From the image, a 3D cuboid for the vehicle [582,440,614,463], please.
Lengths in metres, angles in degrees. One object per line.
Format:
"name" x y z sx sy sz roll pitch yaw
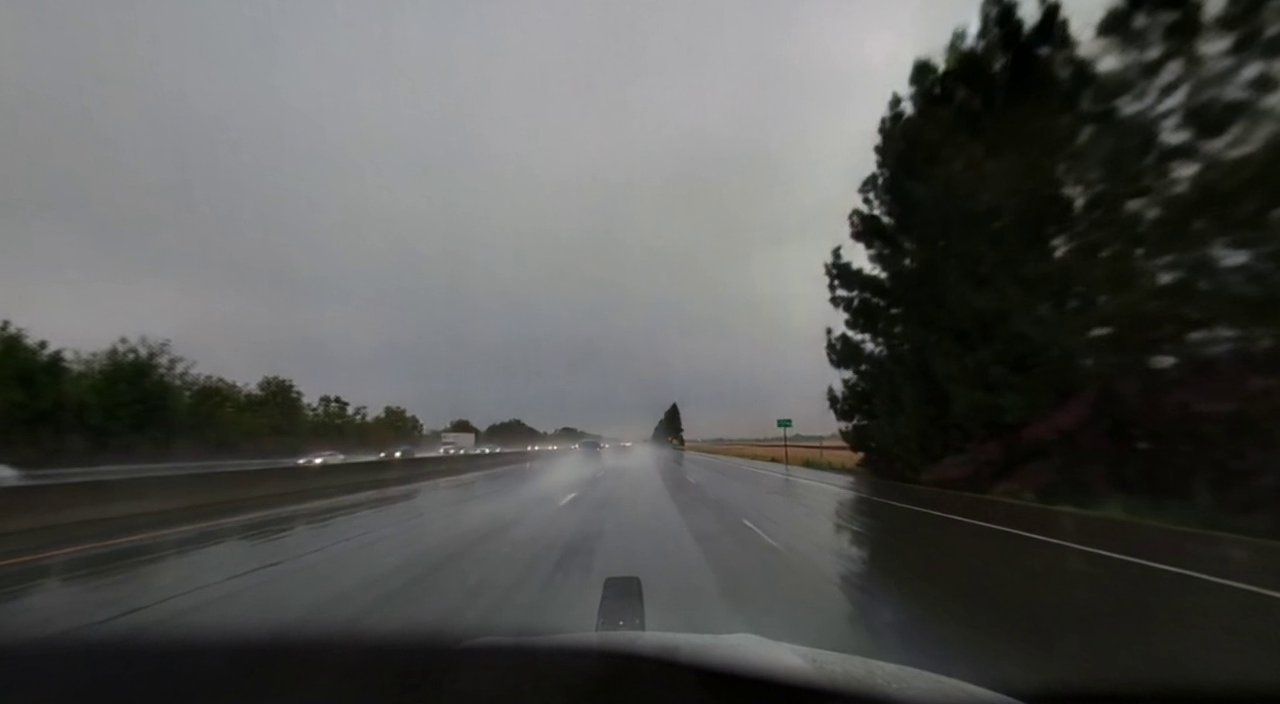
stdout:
"vehicle" -3.231 7.741 49.046 2.166 1.723 4.267 0 -9 1
